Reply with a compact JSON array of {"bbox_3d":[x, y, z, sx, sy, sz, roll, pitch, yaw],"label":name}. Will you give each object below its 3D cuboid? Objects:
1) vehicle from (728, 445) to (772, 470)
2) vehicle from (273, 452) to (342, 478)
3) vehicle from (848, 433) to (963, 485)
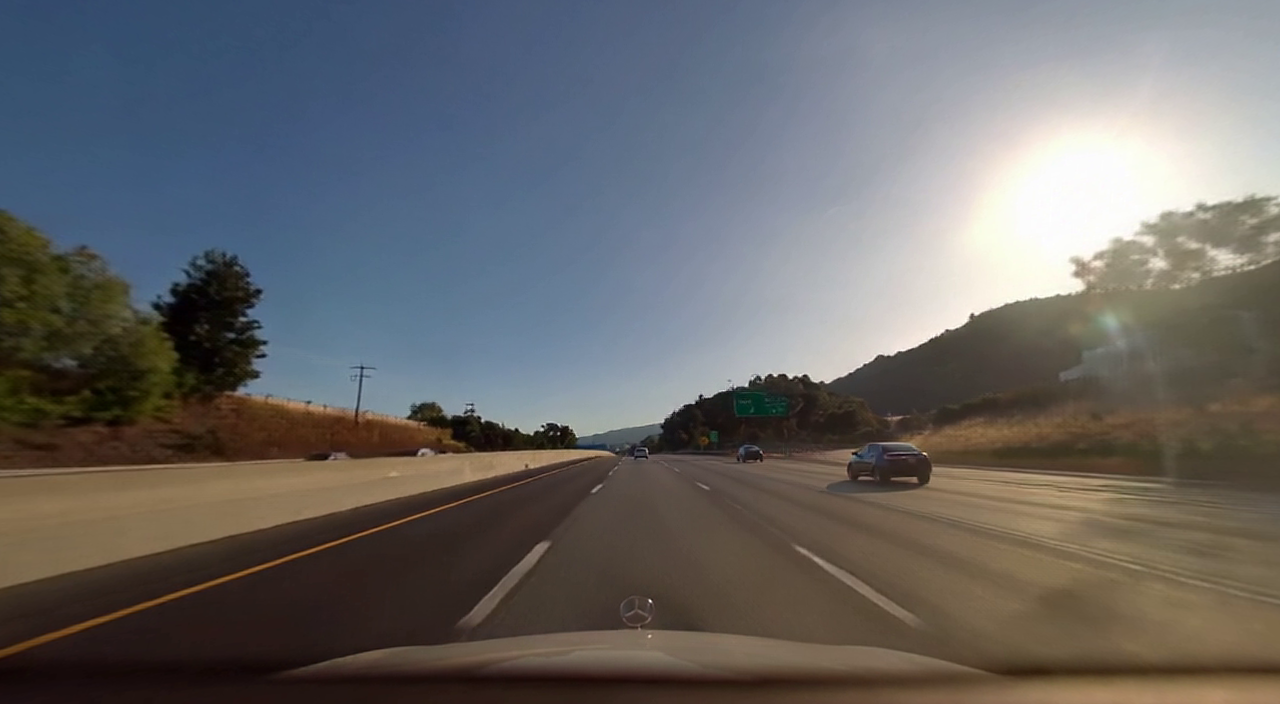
[{"bbox_3d":[7.296,7.030,42.174,2.053,1.553,4.463,0,-9,-1],"label":"vehicle"},{"bbox_3d":[-20.674,7.026,39.344,1.860,1.532,4.310,0,-9,1],"label":"vehicle"},{"bbox_3d":[10.908,4.467,26.510,2.387,1.936,5.646,0,-9,0],"label":"vehicle"}]
